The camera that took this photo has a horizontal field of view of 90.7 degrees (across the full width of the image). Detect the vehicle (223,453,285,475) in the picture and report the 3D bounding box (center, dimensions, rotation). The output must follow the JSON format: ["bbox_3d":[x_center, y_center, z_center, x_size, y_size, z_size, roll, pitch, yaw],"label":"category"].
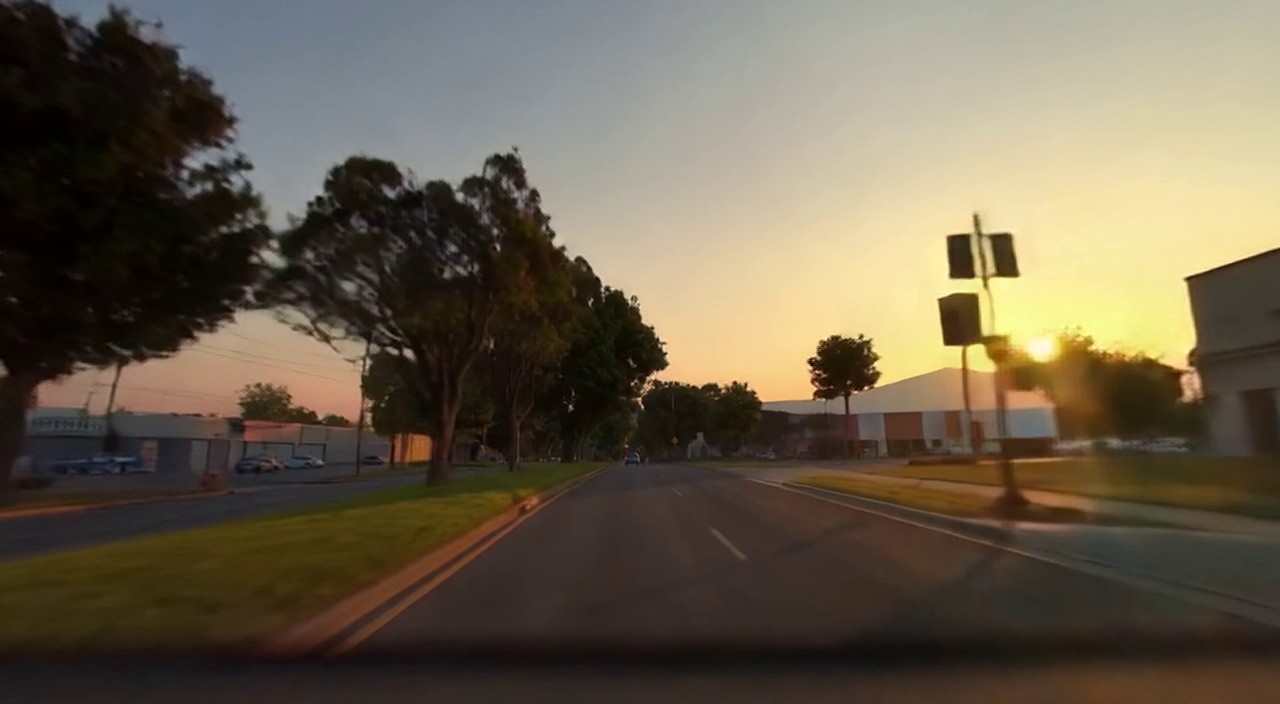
[{"bbox_3d":[-28.015,8.130,46.109,1.808,1.441,4.386,0,-9,-1],"label":"vehicle"}]

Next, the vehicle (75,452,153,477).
[{"bbox_3d":[-37.792,8.056,45.615,1.903,1.674,4.493,1,-9,-3],"label":"vehicle"}]
